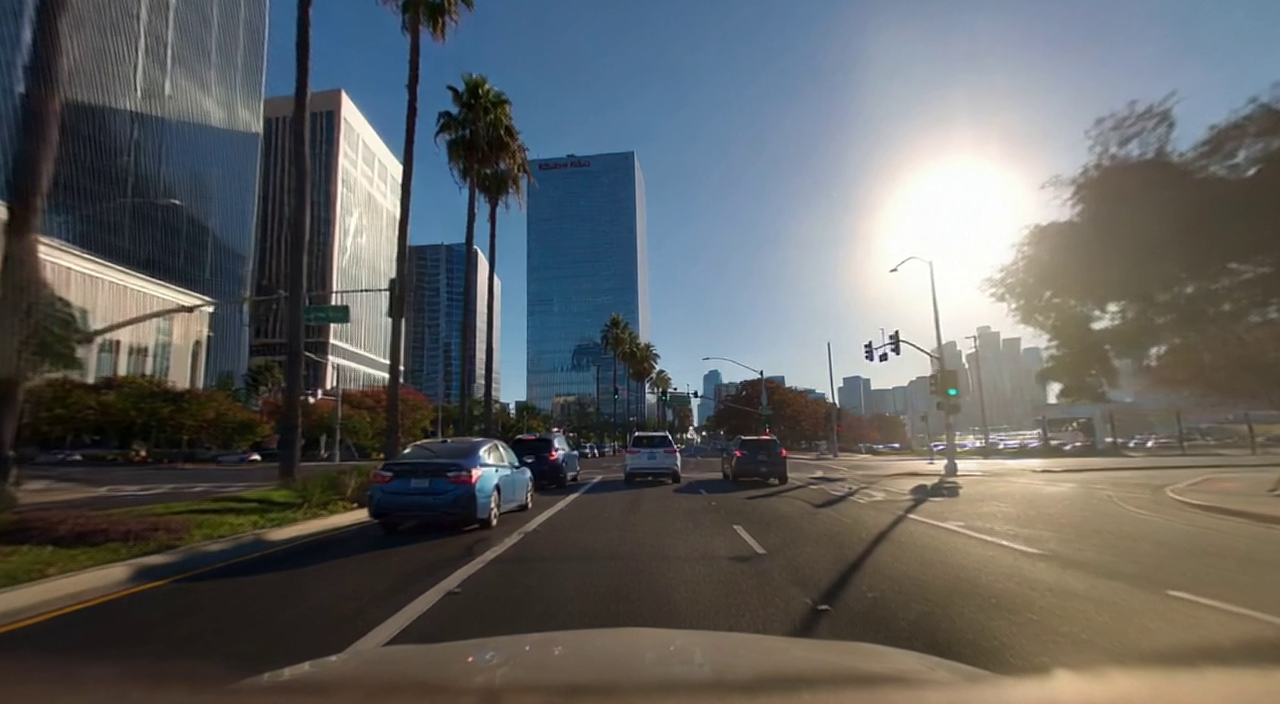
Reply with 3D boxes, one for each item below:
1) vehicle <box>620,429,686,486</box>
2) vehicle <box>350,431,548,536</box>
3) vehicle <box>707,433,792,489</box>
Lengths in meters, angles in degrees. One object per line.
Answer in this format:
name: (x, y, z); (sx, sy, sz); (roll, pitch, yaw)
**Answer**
vehicle: (0.433, 3.605, 21.754); (2.060, 1.730, 4.257); (0, -9, 1)
vehicle: (-3.063, 2.228, 11.353); (1.962, 1.480, 4.605); (-1, -9, 2)
vehicle: (3.347, 3.429, 20.123); (1.936, 1.567, 3.896); (0, -9, -1)
